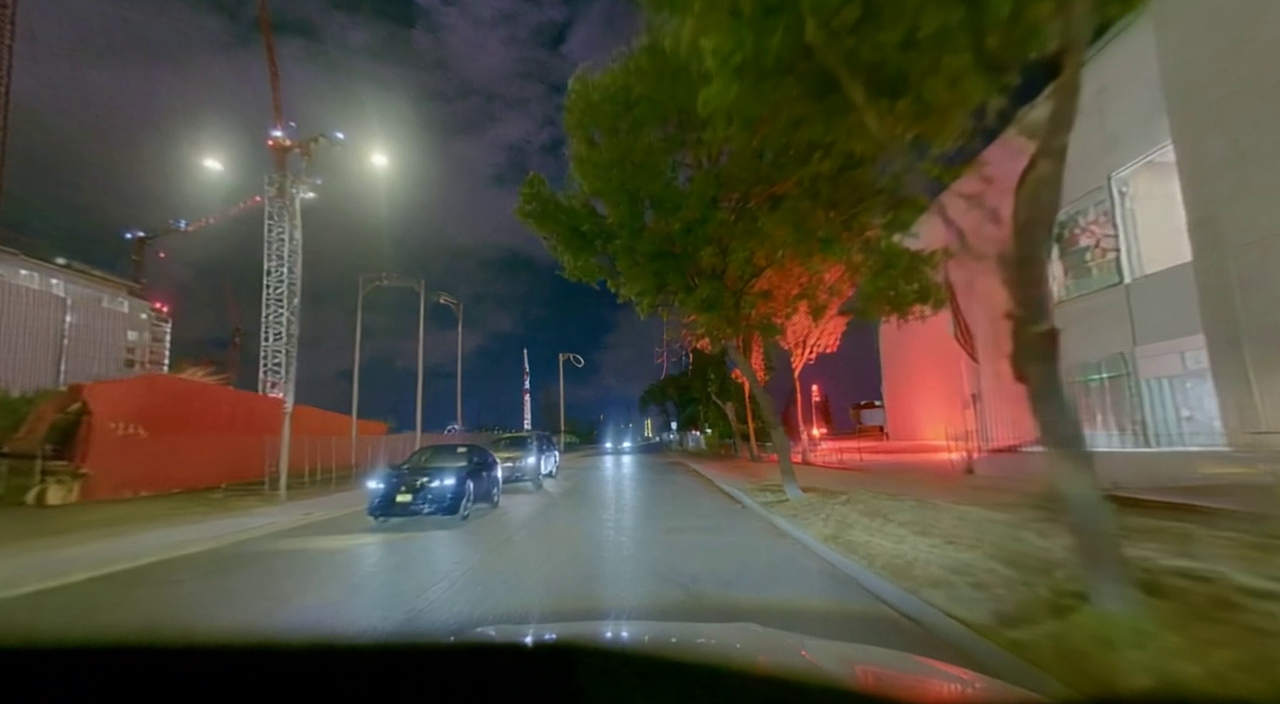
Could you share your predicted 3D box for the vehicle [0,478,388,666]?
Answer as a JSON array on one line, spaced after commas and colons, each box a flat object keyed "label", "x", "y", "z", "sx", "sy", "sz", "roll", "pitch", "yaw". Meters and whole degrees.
[{"label": "vehicle", "x": -3.977, "y": 1.817, "z": 5.957, "sx": 1.741, "sy": 0.964, "sz": 3.497, "roll": -1, "pitch": -7, "yaw": 0}]

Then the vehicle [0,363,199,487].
[{"label": "vehicle", "x": -13.602, "y": 1.636, "z": 13.981, "sx": 6.039, "sy": 2.449, "sz": 2.273, "roll": -1, "pitch": -8, "yaw": 5}]

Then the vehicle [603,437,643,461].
[{"label": "vehicle", "x": -1.169, "y": 7.036, "z": 45.851, "sx": 1.967, "sy": 1.646, "sz": 4.192, "roll": -2, "pitch": -8, "yaw": 11}]

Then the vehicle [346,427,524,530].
[{"label": "vehicle", "x": -3.708, "y": 2.330, "z": 12.317, "sx": 1.980, "sy": 1.635, "sz": 4.153, "roll": 0, "pitch": -8, "yaw": 1}]

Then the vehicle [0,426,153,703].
[{"label": "vehicle", "x": -3.911, "y": 0.900, "z": 1.532, "sx": 1.948, "sy": 1.460, "sz": 4.394, "roll": 0, "pitch": -8, "yaw": 0}]
